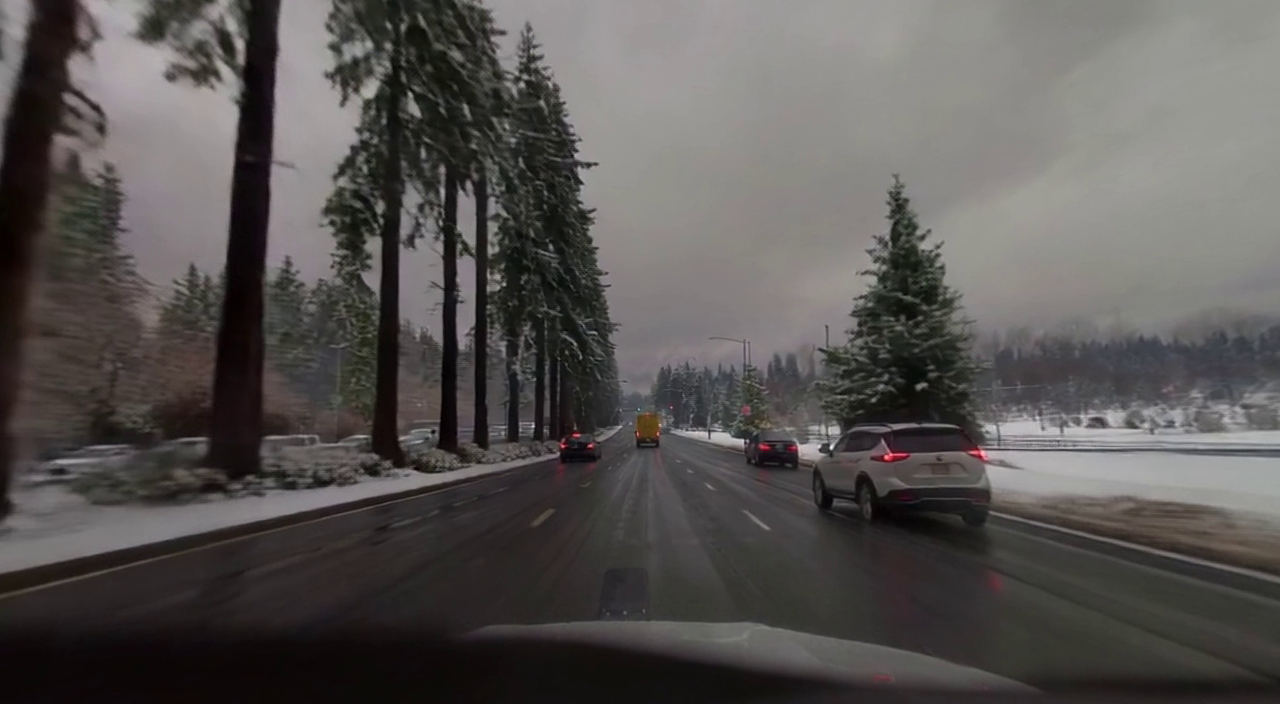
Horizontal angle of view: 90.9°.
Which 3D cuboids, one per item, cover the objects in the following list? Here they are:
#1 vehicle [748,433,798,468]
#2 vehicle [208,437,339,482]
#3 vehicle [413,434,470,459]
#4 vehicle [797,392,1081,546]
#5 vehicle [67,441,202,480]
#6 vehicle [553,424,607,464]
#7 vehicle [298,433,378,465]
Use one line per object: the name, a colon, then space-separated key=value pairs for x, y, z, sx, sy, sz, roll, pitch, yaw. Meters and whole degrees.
vehicle: x=7.165 y=5.367 z=34.361 sx=2.280 sy=1.757 sz=4.572 roll=-1 pitch=-9 yaw=7
vehicle: x=-13.154 y=3.875 z=23.004 sx=1.897 sy=1.472 sz=4.592 roll=0 pitch=-8 yaw=2
vehicle: x=-12.586 y=6.033 z=40.253 sx=2.053 sy=1.496 sz=4.569 roll=0 pitch=-8 yaw=2
vehicle: x=4.696 y=1.985 z=11.380 sx=2.381 sy=2.008 sz=5.971 roll=0 pitch=-8 yaw=2
vehicle: x=-20.587 y=4.421 z=25.972 sx=1.906 sy=1.470 sz=4.369 roll=0 pitch=-8 yaw=0
vehicle: x=-3.132 y=4.946 z=33.795 sx=2.255 sy=1.940 sz=4.822 roll=0 pitch=-8 yaw=2
vehicle: x=-16.714 y=5.408 z=35.223 sx=2.059 sy=1.688 sz=4.657 roll=0 pitch=-8 yaw=1
